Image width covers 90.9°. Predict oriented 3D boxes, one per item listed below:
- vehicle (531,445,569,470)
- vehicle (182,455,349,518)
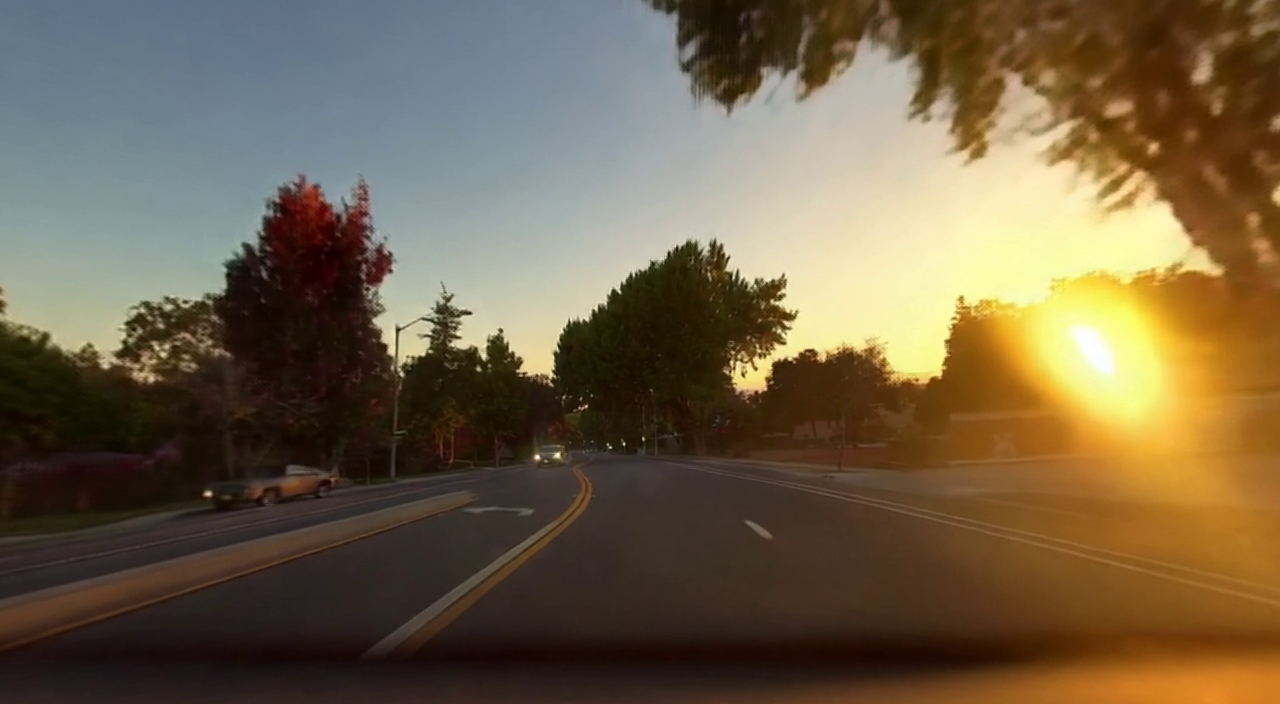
[{"bbox_3d":[-6.192,7.258,43.735,1.951,1.612,4.269,0,-8,0],"label":"vehicle"},{"bbox_3d":[-12.015,4.319,20.808,2.066,1.681,5.292,-1,-8,3],"label":"vehicle"}]
